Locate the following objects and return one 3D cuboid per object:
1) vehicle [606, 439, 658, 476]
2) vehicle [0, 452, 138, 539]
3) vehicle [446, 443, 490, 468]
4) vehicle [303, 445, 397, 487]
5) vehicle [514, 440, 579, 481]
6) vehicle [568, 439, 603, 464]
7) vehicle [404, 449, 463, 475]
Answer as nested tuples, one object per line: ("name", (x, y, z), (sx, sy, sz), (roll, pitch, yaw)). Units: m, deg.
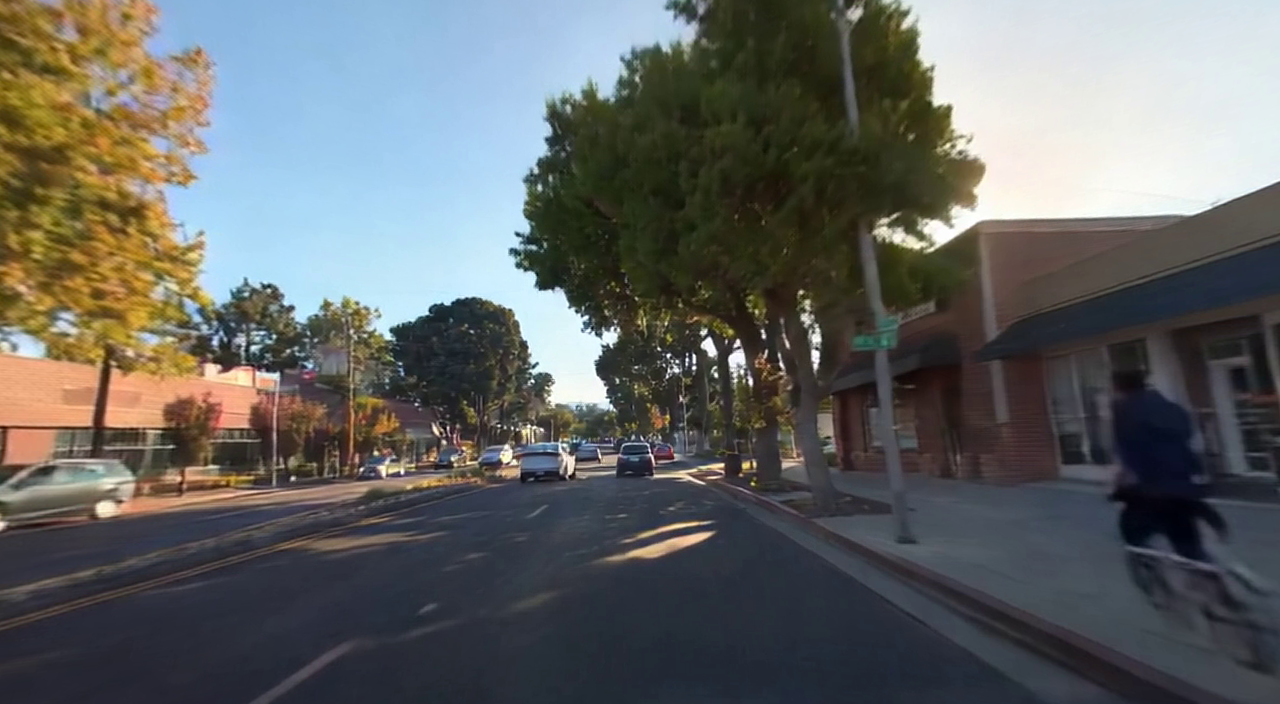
("vehicle", (-0.380, 4.563, 27.570), (2.085, 1.475, 3.976), (0, -8, -2))
("vehicle", (-13.577, 3.071, 13.609), (1.936, 1.656, 4.284), (-3, -8, 1))
("vehicle", (-12.505, 7.561, 46.202), (1.986, 1.712, 4.399), (0, -8, 1))
("vehicle", (-13.078, 5.130, 28.881), (1.999, 1.755, 4.518), (-1, -8, 2))
("vehicle", (-3.562, 4.220, 24.847), (1.921, 1.477, 4.083), (0, -8, 0))
("vehicle", (-3.497, 6.486, 41.253), (1.887, 1.517, 4.254), (0, -8, 1))
("vehicle", (-12.515, 6.667, 38.631), (1.909, 1.462, 4.608), (-1, -8, 3))
